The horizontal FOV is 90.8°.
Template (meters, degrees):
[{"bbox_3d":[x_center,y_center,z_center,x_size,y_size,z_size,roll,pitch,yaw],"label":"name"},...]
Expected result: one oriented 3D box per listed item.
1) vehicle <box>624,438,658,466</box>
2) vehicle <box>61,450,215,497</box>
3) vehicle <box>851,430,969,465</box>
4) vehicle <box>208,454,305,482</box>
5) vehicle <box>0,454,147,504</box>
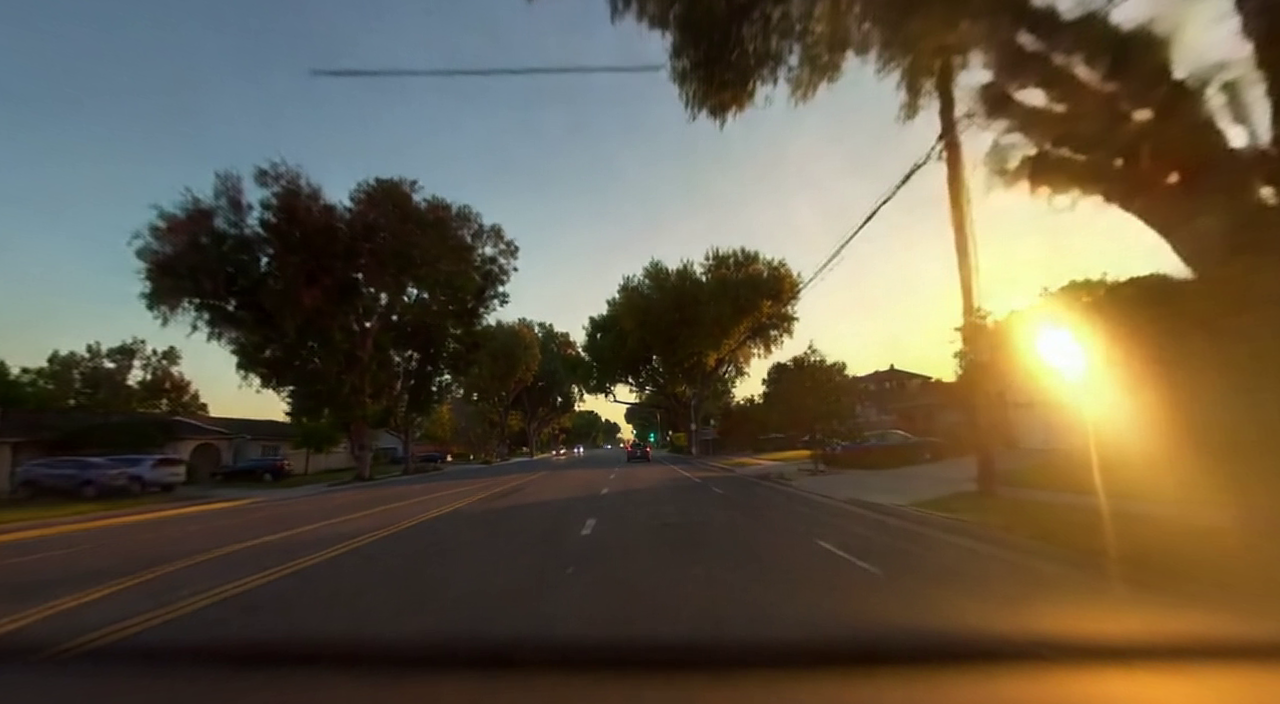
[{"bbox_3d":[-0.010,6.863,43.605,2.215,1.799,4.426,0,-9,-2],"label":"vehicle"},{"bbox_3d":[-21.284,5.132,26.939,4.766,1.873,2.008,0,-9,0],"label":"vehicle"},{"bbox_3d":[11.982,4.252,28.256,4.415,1.467,1.865,0,-8,1],"label":"vehicle"},{"bbox_3d":[-22.306,6.751,36.868,4.363,1.503,1.859,0,-9,-3],"label":"vehicle"},{"bbox_3d":[-21.351,4.722,23.639,4.206,1.721,1.807,0,-9,0],"label":"vehicle"}]
